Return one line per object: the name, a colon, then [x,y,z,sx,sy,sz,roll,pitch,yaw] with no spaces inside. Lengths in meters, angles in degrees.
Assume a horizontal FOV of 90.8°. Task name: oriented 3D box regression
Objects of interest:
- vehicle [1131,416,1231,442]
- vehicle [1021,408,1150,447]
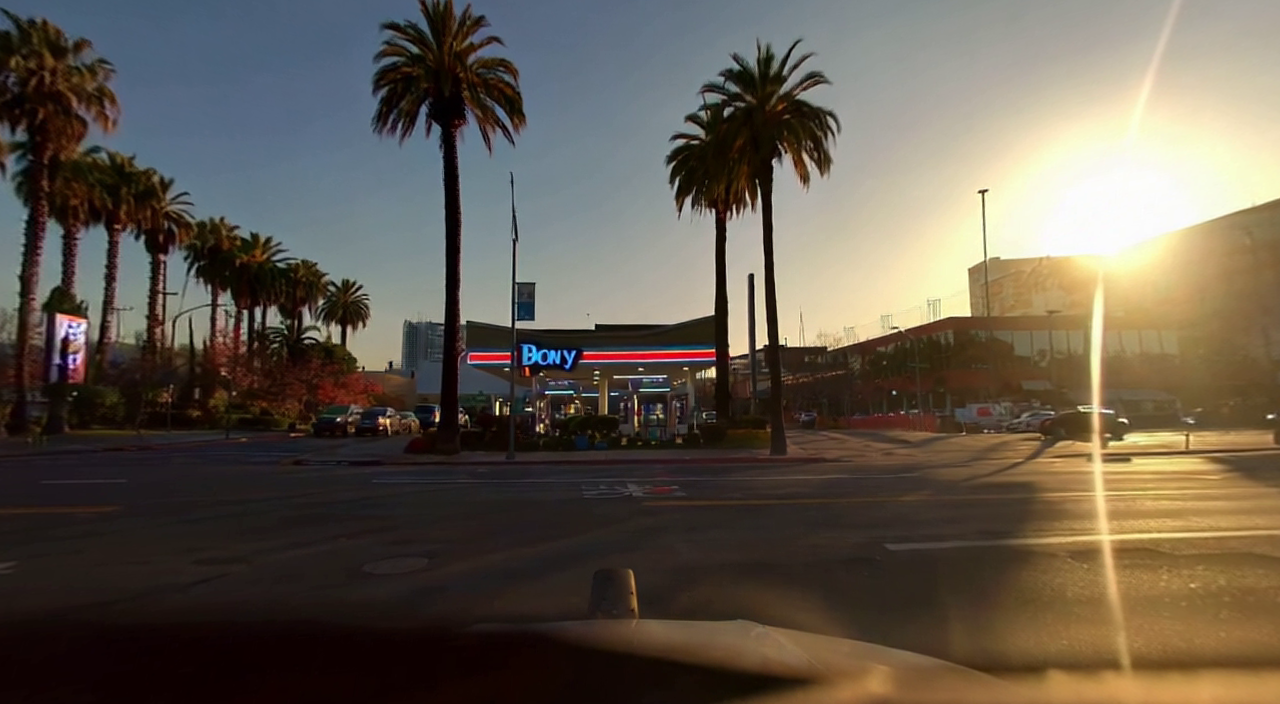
vehicle: [33.913,4.888,39.783,1.805,1.466,4.641,1,-9,-8]
vehicle: [21.985,3.709,31.286,4.880,1.754,2.202,0,-5,-7]
